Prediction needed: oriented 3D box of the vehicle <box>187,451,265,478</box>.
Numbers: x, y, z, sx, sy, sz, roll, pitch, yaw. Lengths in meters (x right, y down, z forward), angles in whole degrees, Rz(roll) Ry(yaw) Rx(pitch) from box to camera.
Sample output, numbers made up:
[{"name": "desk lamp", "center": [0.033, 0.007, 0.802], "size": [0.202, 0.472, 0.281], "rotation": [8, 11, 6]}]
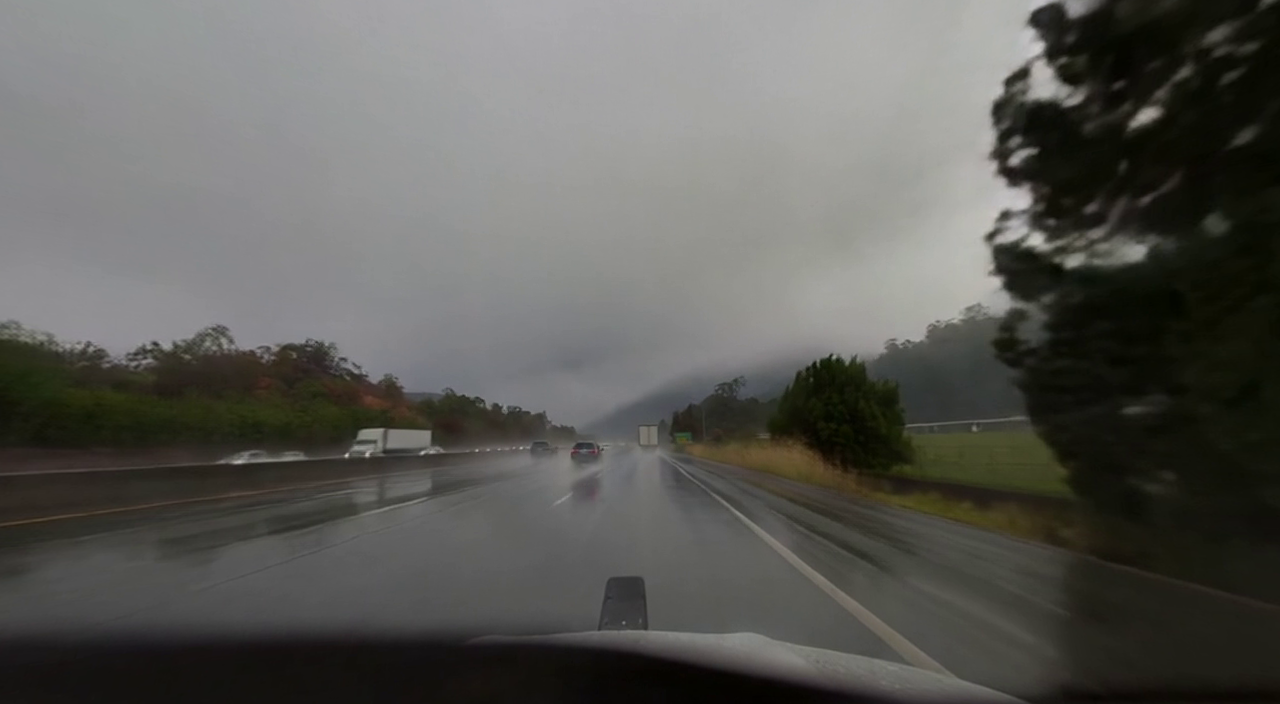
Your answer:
[{"name": "vehicle", "center": [-28.512, 7.704, 43.628], "size": [1.958, 1.678, 4.924], "rotation": [0, -8, 1]}]

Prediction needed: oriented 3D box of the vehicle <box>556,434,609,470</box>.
[{"name": "vehicle", "center": [-3.009, 5.397, 34.186], "size": [2.283, 1.802, 4.810], "rotation": [0, -8, 2]}]

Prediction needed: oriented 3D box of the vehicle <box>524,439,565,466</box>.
[{"name": "vehicle", "center": [-6.368, 6.788, 42.631], "size": [2.062, 1.691, 4.278], "rotation": [0, -8, 1]}]
